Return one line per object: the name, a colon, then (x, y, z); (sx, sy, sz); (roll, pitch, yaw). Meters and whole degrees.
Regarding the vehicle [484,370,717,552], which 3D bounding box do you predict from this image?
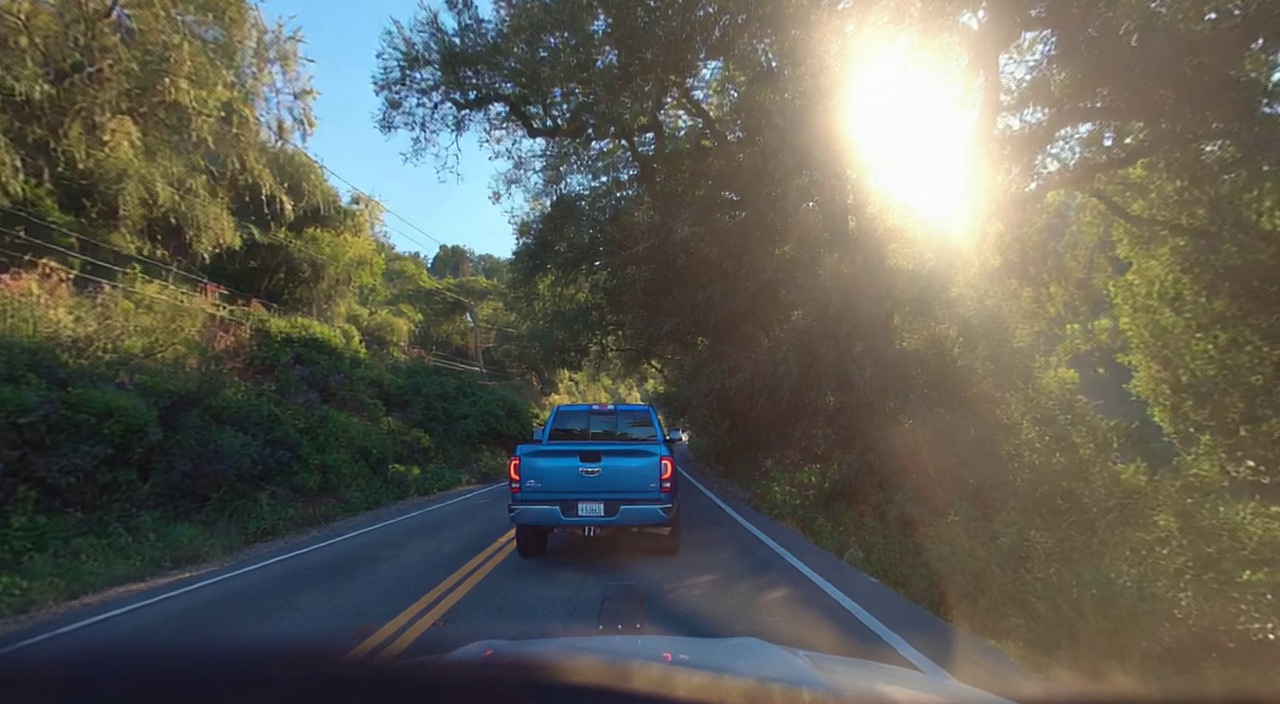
vehicle: (-0.529, 1.761, 10.772); (2.837, 2.223, 5.885); (0, -8, -1)
